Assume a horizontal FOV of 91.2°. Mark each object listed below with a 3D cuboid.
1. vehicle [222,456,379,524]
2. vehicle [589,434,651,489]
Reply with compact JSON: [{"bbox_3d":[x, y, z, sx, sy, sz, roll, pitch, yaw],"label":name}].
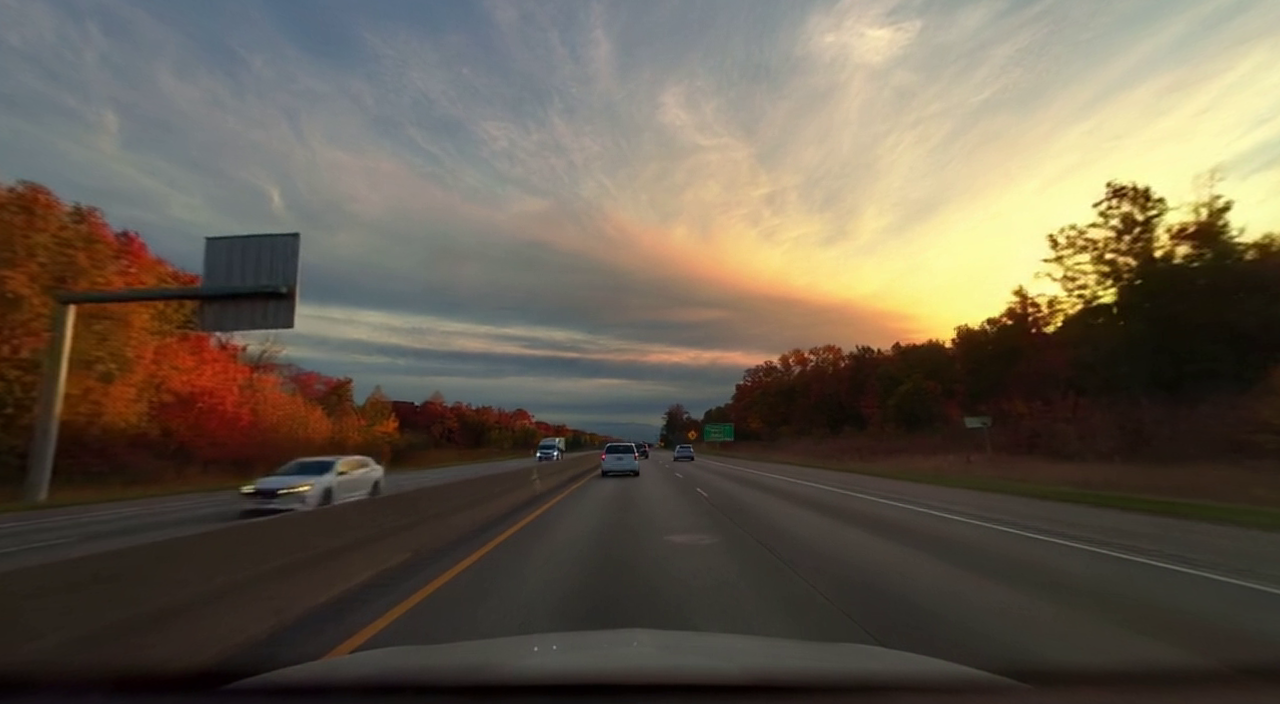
[{"bbox_3d":[-9.012,3.651,17.119,1.920,1.524,4.179,0,-9,0],"label":"vehicle"},{"bbox_3d":[-0.631,3.760,21.822,1.937,1.699,3.936,0,-9,0],"label":"vehicle"}]
